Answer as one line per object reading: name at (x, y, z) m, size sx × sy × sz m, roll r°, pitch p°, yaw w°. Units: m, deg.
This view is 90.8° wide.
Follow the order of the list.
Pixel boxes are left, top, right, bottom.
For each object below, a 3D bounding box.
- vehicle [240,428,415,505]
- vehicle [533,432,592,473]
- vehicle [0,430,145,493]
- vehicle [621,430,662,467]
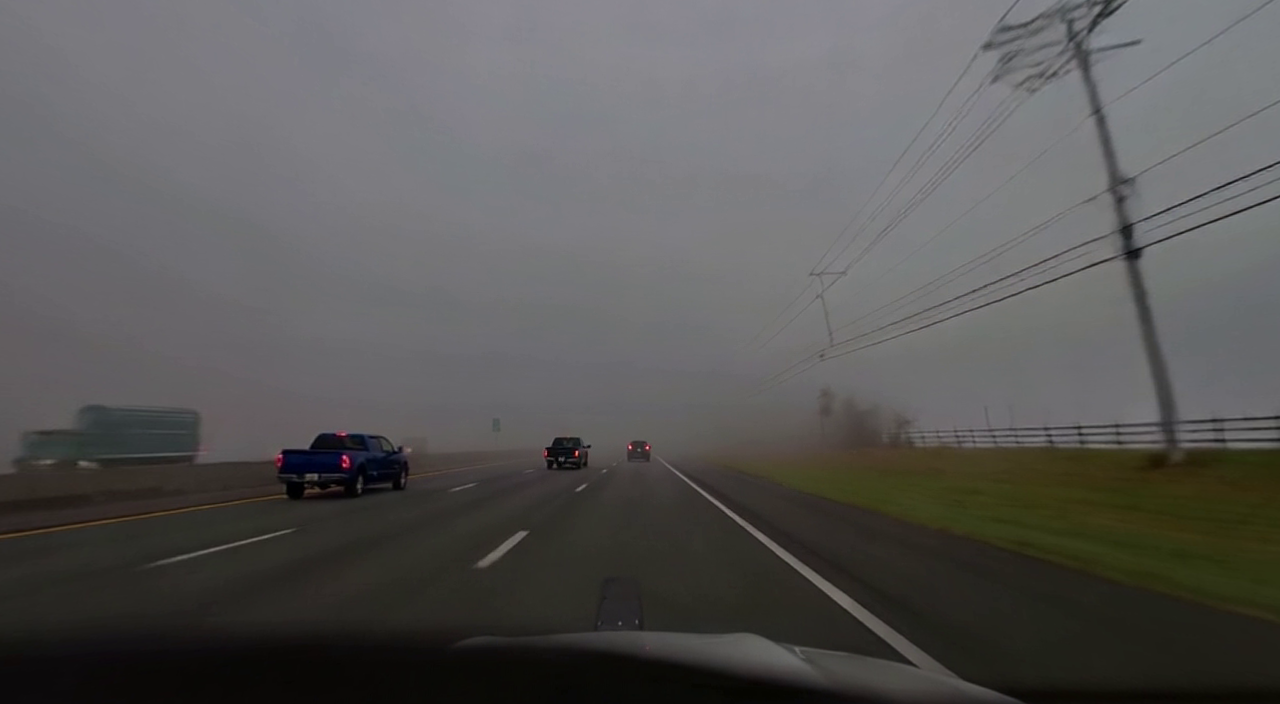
vehicle at (-7.408, 2.760, 15.599) m, size 2.013 × 1.609 × 4.446 m, roll 0°, pitch -8°, yaw 0°
vehicle at (-3.662, 4.896, 30.964) m, size 2.204 × 1.812 × 5.289 m, roll 0°, pitch -8°, yaw 0°
vehicle at (-25.012, 4.538, 26.560) m, size 2.574 × 2.287 × 7.028 m, roll 0°, pitch -8°, yaw 0°
vehicle at (0.113, 6.016, 39.530) m, size 2.358 × 2.144 × 4.713 m, roll 0°, pitch -8°, yaw 1°
